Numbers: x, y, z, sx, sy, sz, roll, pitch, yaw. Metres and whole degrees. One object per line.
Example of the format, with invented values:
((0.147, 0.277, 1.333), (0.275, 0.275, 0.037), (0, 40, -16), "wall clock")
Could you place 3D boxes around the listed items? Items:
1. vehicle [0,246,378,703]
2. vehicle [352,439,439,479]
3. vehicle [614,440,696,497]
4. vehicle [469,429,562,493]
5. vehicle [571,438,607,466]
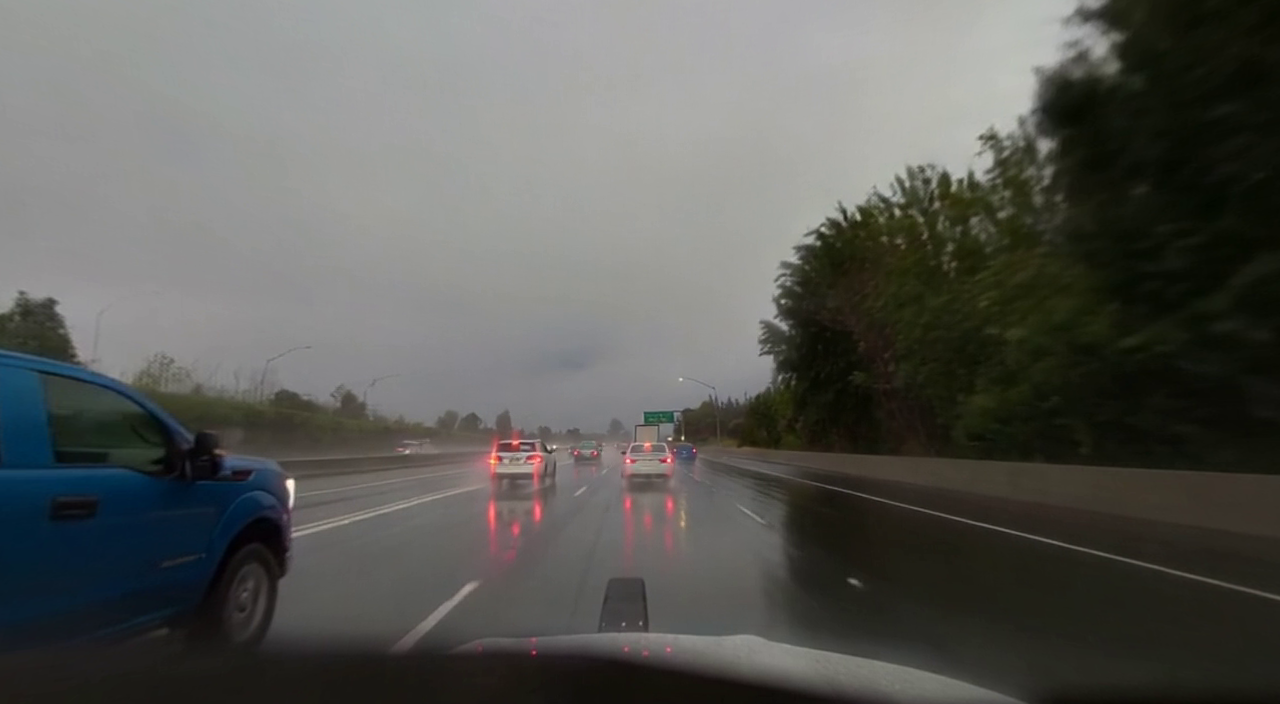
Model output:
((-3.459, 0.668, 2.380), (2.269, 2.060, 5.933), (0, -8, 1), "vehicle")
((-10.437, 4.578, 27.292), (1.941, 1.602, 4.277), (0, -8, 2), "vehicle")
((0.380, 3.234, 17.943), (2.054, 1.421, 4.090), (0, -8, 0), "vehicle")
((-3.654, 3.294, 19.352), (1.903, 1.721, 4.210), (0, -8, 1), "vehicle")
((-3.219, 6.429, 40.720), (1.897, 1.646, 4.049), (0, -8, 1), "vehicle")
